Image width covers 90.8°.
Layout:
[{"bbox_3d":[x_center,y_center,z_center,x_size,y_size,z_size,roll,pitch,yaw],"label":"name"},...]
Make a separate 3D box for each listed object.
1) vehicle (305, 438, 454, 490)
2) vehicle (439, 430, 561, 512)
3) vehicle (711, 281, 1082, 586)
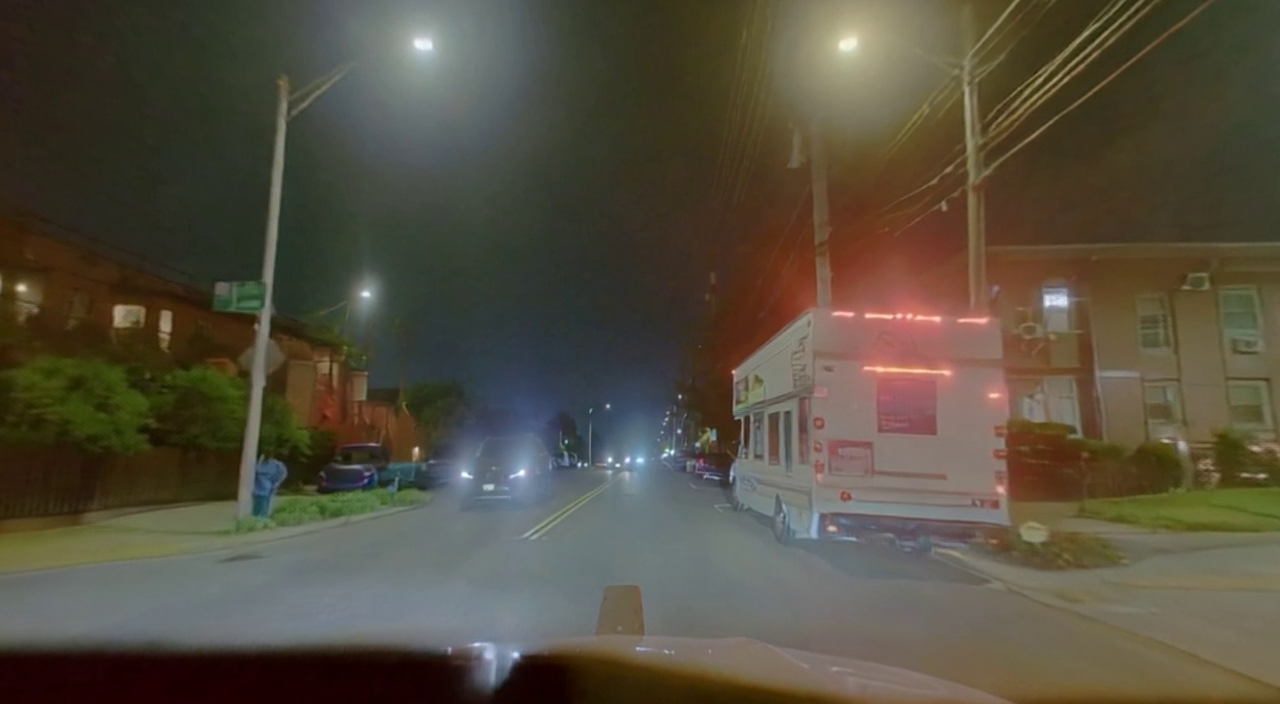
[{"bbox_3d":[-10.118,4.434,24.951,5.093,1.855,2.338,3,-11,-18],"label":"vehicle"},{"bbox_3d":[-3.185,2.800,15.331,1.952,1.708,4.096,0,-8,1],"label":"vehicle"},{"bbox_3d":[3.204,1.403,10.841,2.886,3.321,7.809,0,-8,-1],"label":"vehicle"}]
